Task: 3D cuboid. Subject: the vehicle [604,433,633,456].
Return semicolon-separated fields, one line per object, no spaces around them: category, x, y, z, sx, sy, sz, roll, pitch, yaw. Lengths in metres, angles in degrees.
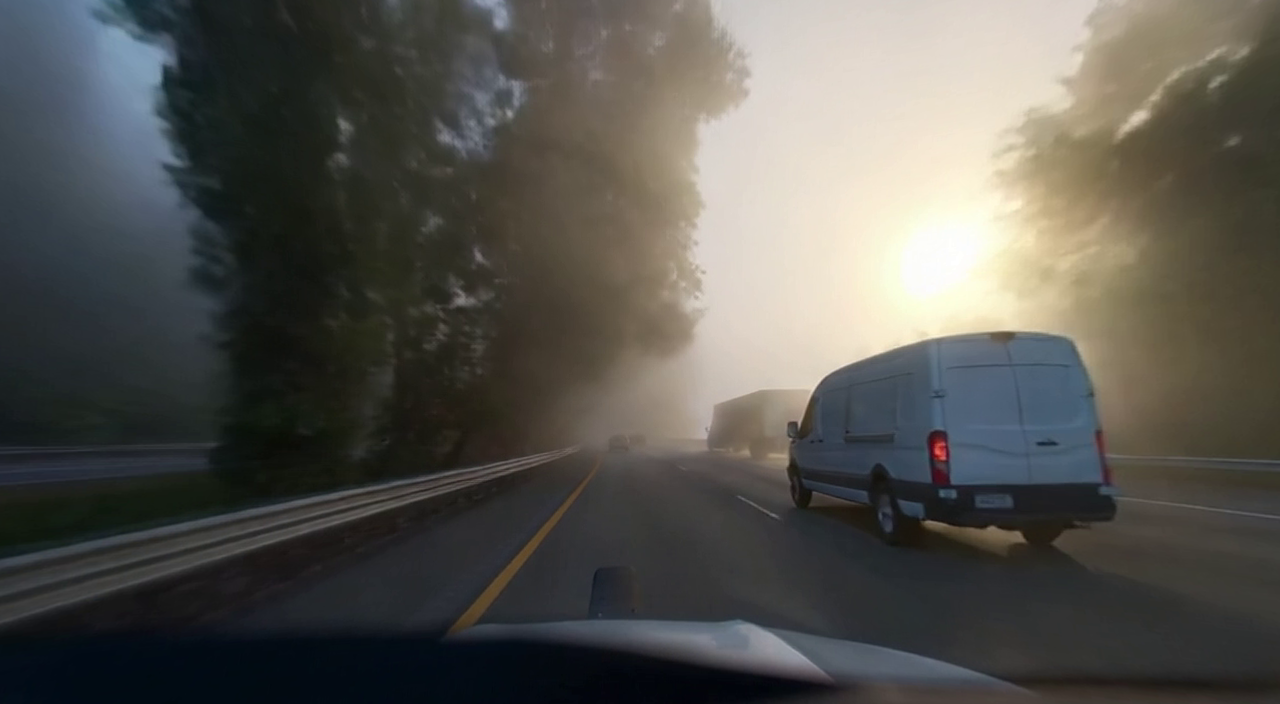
vehicle;-1.639;7.038;48.179;2.088;1.671;4.068;0;-8;-2

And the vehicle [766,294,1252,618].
vehicle;3.427;1.143;7.696;2.436;2.521;5.409;0;-8;-2

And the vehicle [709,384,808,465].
vehicle;6.833;4.630;39.322;2.888;4.093;14.227;0;-8;-2
